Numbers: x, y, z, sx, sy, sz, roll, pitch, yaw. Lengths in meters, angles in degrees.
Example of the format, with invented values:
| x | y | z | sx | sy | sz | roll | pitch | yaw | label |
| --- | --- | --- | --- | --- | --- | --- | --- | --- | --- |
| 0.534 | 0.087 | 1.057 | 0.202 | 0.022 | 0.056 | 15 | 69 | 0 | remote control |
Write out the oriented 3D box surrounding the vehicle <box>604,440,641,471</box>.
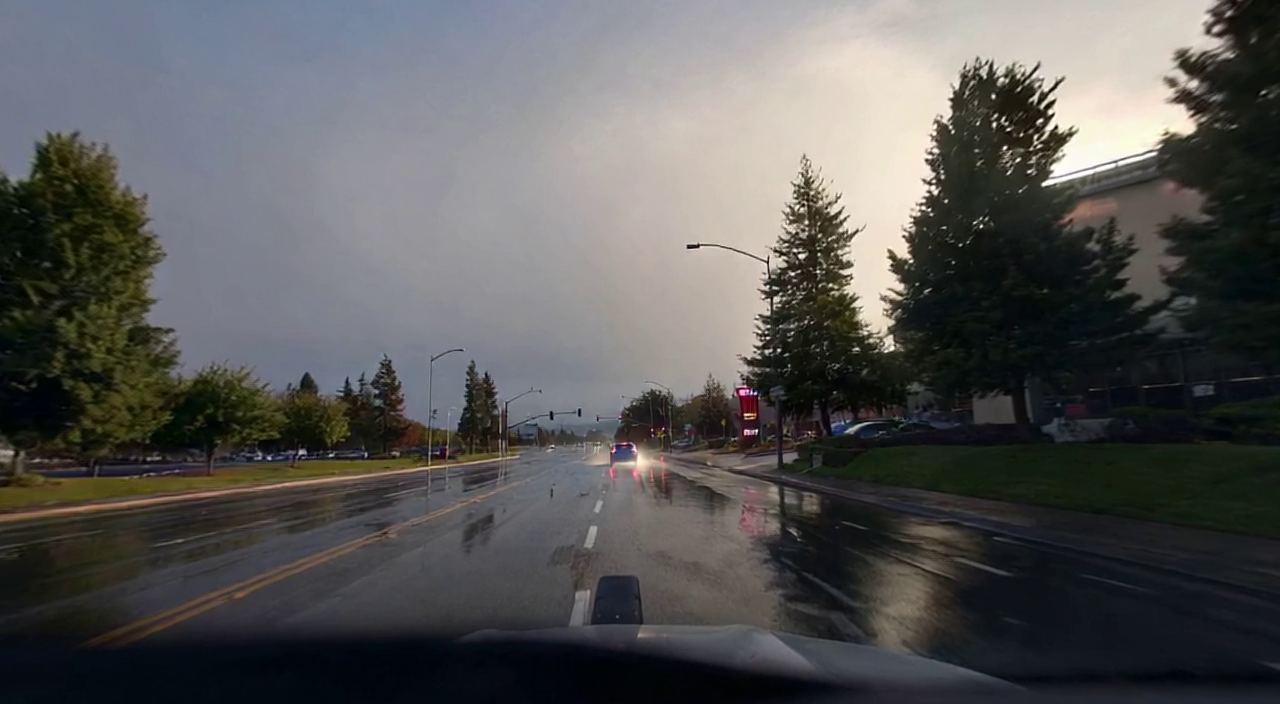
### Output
| x | y | z | sx | sy | sz | roll | pitch | yaw | label |
| --- | --- | --- | --- | --- | --- | --- | --- | --- | --- |
| -0.961 | 5.916 | 36.372 | 2.024 | 1.628 | 4.774 | 0 | -8 | -1 | vehicle |
